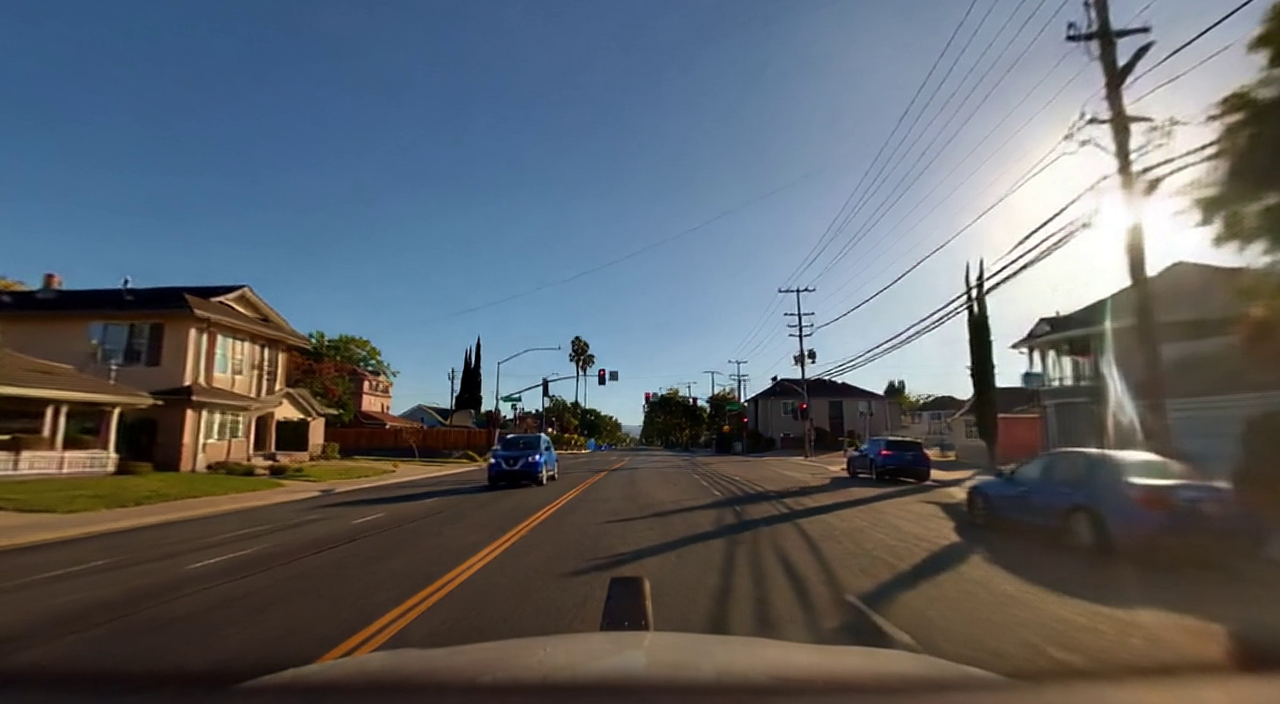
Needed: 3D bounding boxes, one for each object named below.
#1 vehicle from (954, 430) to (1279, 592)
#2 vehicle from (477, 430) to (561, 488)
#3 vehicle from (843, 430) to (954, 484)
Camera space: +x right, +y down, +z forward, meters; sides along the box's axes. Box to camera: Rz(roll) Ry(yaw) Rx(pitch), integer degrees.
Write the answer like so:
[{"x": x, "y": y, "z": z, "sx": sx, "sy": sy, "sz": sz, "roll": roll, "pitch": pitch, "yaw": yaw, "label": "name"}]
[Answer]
[{"x": 6.054, "y": 1.786, "z": 8.042, "sx": 2.040, "sy": 1.475, "sz": 4.389, "roll": -1, "pitch": -8, "yaw": 4, "label": "vehicle"}, {"x": -4.096, "y": 3.704, "z": 22.198, "sx": 2.012, "sy": 1.778, "sz": 4.990, "roll": 0, "pitch": -8, "yaw": -1, "label": "vehicle"}, {"x": 9.435, "y": 3.872, "z": 23.514, "sx": 2.170, "sy": 1.771, "sz": 4.908, "roll": 0, "pitch": -8, "yaw": 2, "label": "vehicle"}]
